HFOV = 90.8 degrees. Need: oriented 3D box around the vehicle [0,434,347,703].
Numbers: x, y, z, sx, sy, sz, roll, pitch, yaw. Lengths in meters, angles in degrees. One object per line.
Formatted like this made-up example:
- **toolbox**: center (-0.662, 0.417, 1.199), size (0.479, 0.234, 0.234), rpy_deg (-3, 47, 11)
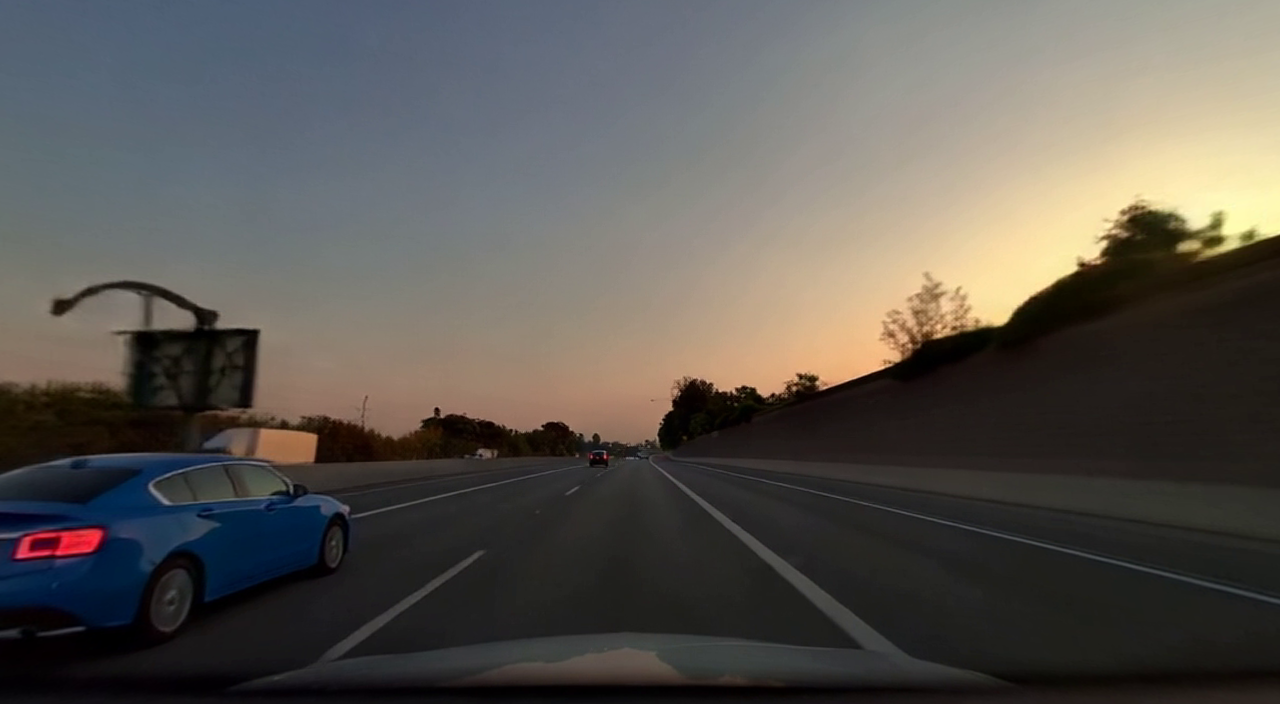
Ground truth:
- **vehicle**: center (-3.957, 1.353, 4.395), size (1.935, 1.479, 3.787), rpy_deg (0, -9, 1)
